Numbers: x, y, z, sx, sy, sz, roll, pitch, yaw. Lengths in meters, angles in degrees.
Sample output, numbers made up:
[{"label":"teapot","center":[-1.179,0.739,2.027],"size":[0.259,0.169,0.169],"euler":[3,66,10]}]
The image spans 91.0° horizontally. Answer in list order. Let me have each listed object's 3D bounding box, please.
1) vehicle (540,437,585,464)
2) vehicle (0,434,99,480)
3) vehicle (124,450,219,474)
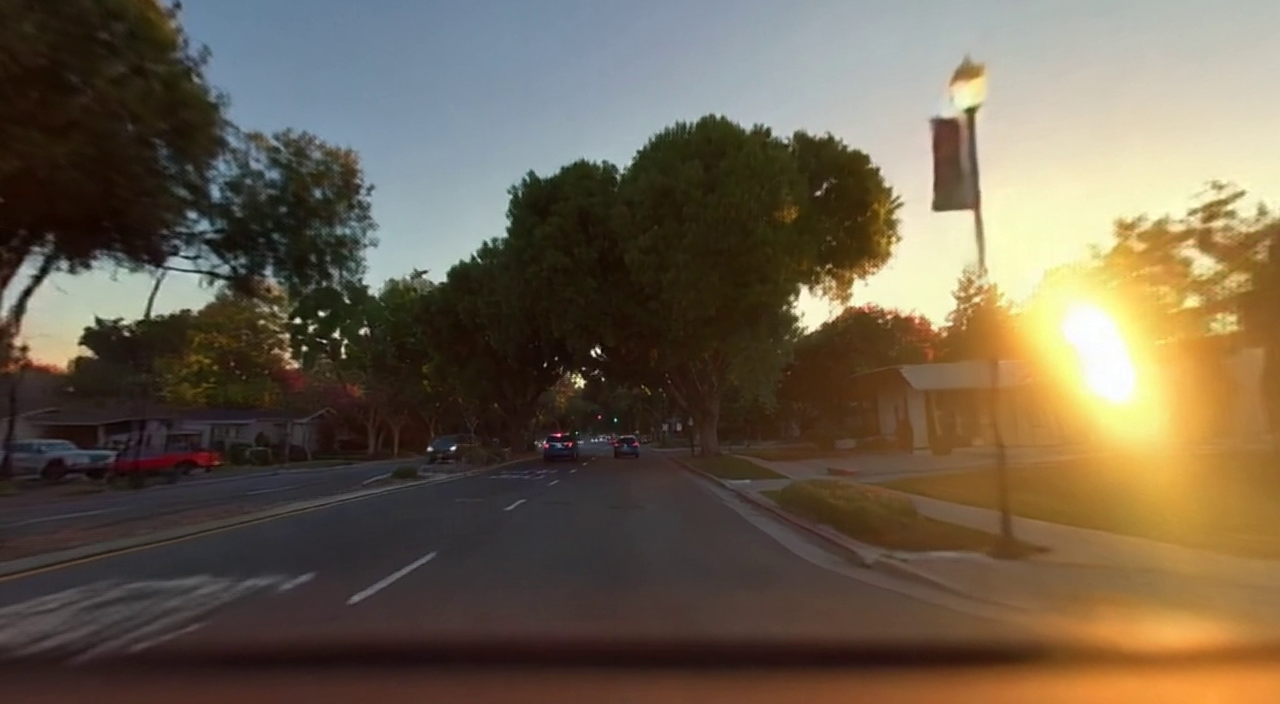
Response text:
[{"label":"vehicle","center":[-4.448,5.750,36.765],"size":[2.083,1.460,4.527],"euler":[0,-8,-1]},{"label":"vehicle","center":[-30.728,5.259,31.621],"size":[4.865,2.217,2.192],"euler":[0,-8,-3]},{"label":"vehicle","center":[-29.950,7.009,40.310],"size":[4.605,1.453,1.809],"euler":[0,-8,0]}]
